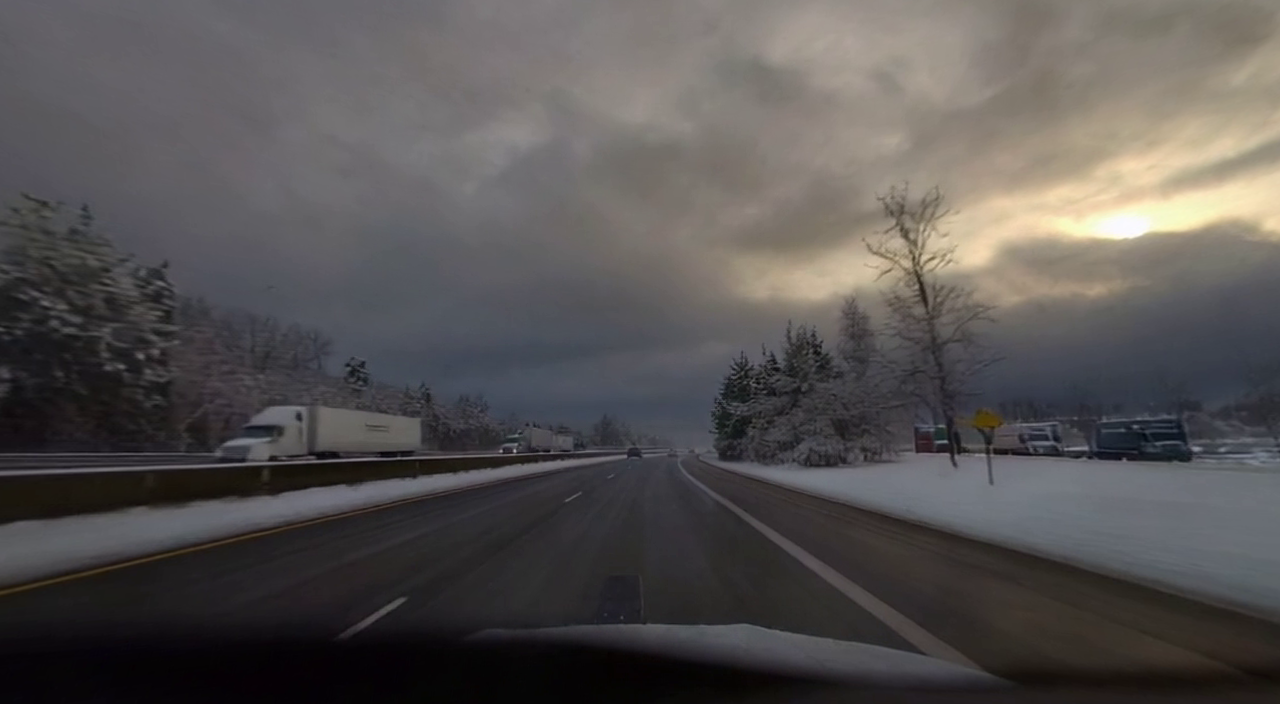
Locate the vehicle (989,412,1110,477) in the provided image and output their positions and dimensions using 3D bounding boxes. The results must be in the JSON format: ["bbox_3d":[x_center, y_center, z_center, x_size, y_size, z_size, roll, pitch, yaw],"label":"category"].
[{"bbox_3d":[28.055,6.437,43.785,2.821,4.075,7.994,0,-9,-1],"label":"vehicle"}]

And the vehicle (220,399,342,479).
[{"bbox_3d":[-19.558,4.832,34.829,2.956,3.971,5.830,-1,-9,2],"label":"vehicle"}]

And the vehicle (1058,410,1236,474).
[{"bbox_3d":[37.070,6.844,47.203,2.901,3.941,12.447,-4,-9,0],"label":"vehicle"}]
